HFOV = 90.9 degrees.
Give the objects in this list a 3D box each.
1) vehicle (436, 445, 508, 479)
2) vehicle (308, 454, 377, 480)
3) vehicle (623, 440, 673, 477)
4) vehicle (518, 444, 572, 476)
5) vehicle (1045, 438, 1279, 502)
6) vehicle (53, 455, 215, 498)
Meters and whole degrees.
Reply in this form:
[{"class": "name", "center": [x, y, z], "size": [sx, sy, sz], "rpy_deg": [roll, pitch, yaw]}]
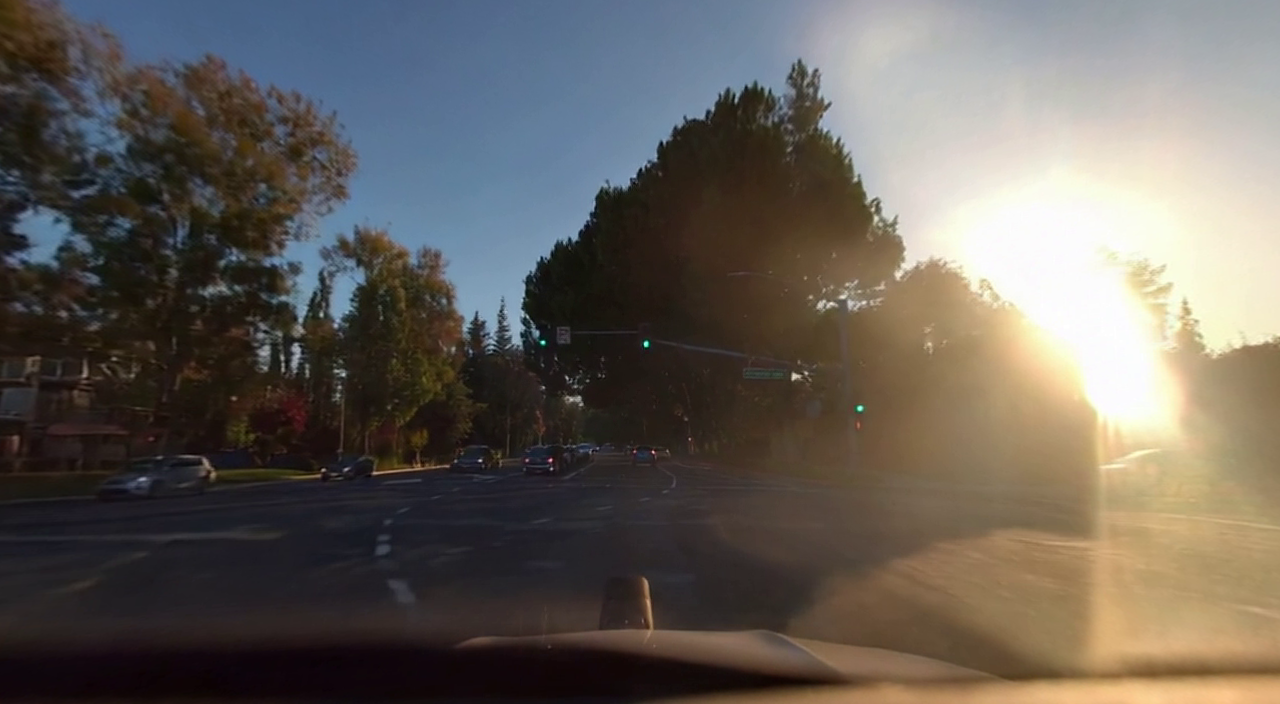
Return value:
[{"class": "vehicle", "center": [-7.809, 5.164, 29.762], "size": [2.154, 1.499, 4.461], "rpy_deg": [0, -9, 0]}, {"class": "vehicle", "center": [-18.241, 7.030, 38.917], "size": [1.915, 1.477, 4.411], "rpy_deg": [0, -9, 3]}, {"class": "vehicle", "center": [0.397, 5.510, 32.752], "size": [2.437, 1.737, 4.420], "rpy_deg": [0, -9, 0]}, {"class": "vehicle", "center": [-4.753, 5.485, 32.199], "size": [1.994, 1.494, 4.599], "rpy_deg": [0, -9, 1]}, {"class": "vehicle", "center": [15.014, 3.388, 18.379], "size": [4.732, 1.713, 2.257], "rpy_deg": [0, -9, 4]}, {"class": "vehicle", "center": [-20.704, 5.085, 26.102], "size": [2.164, 1.556, 4.678], "rpy_deg": [-3, -10, 18]}]
